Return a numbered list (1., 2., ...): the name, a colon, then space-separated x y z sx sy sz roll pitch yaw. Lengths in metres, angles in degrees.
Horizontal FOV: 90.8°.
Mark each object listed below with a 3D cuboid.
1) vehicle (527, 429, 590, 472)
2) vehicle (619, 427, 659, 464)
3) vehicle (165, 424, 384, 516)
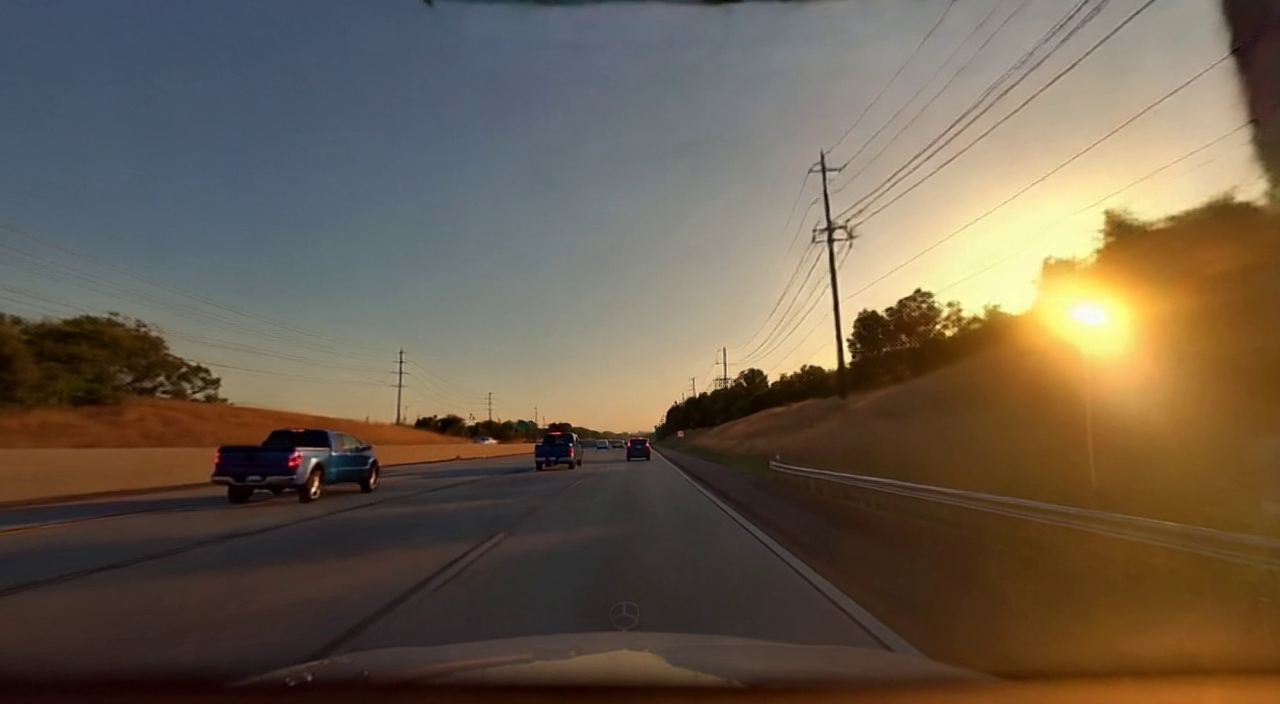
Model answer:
1. vehicle: -3.678 4.581 29.550 2.204 1.812 5.289 0 -8 0
2. vehicle: -0.013 5.893 39.784 2.358 2.144 4.713 0 -8 1
3. vehicle: -7.425 2.434 13.513 2.013 1.609 4.446 0 -8 0
